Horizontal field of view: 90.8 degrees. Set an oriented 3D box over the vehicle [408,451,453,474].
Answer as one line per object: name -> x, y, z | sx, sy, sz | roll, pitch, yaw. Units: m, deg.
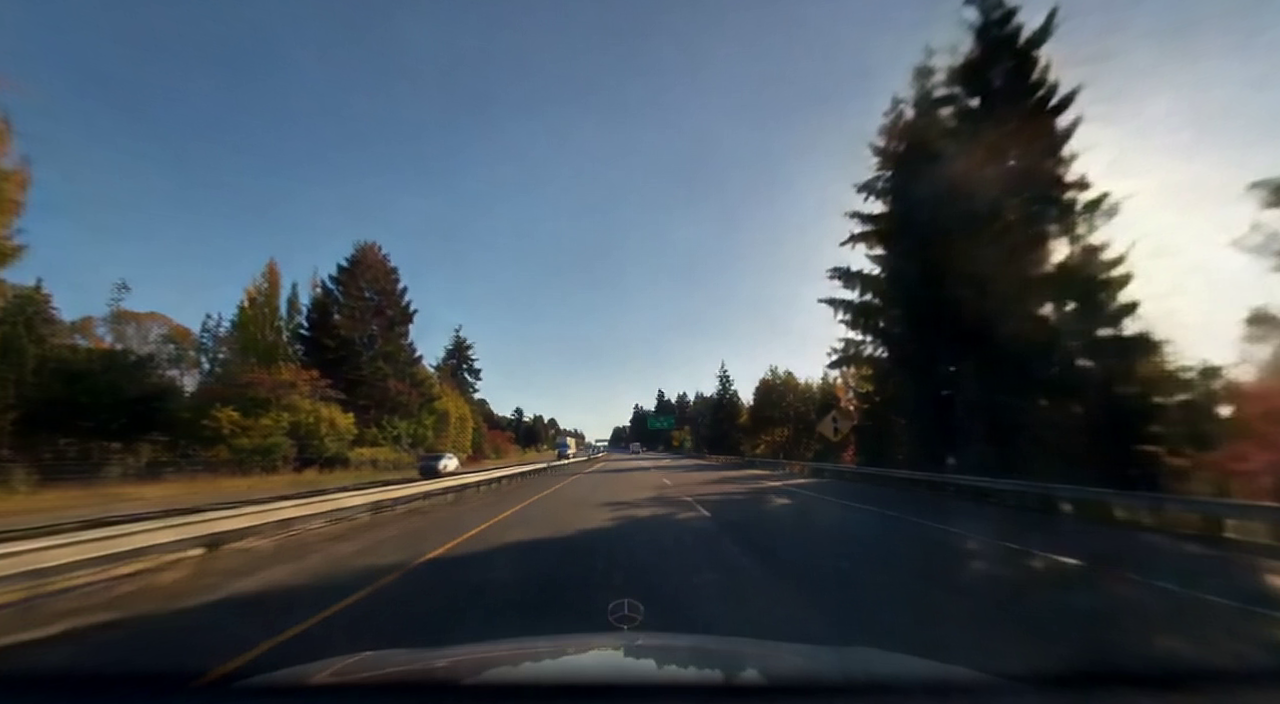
vehicle -> -14.362, 7.568, 43.431 | 1.822, 1.480, 3.962 | 0, -9, -1
